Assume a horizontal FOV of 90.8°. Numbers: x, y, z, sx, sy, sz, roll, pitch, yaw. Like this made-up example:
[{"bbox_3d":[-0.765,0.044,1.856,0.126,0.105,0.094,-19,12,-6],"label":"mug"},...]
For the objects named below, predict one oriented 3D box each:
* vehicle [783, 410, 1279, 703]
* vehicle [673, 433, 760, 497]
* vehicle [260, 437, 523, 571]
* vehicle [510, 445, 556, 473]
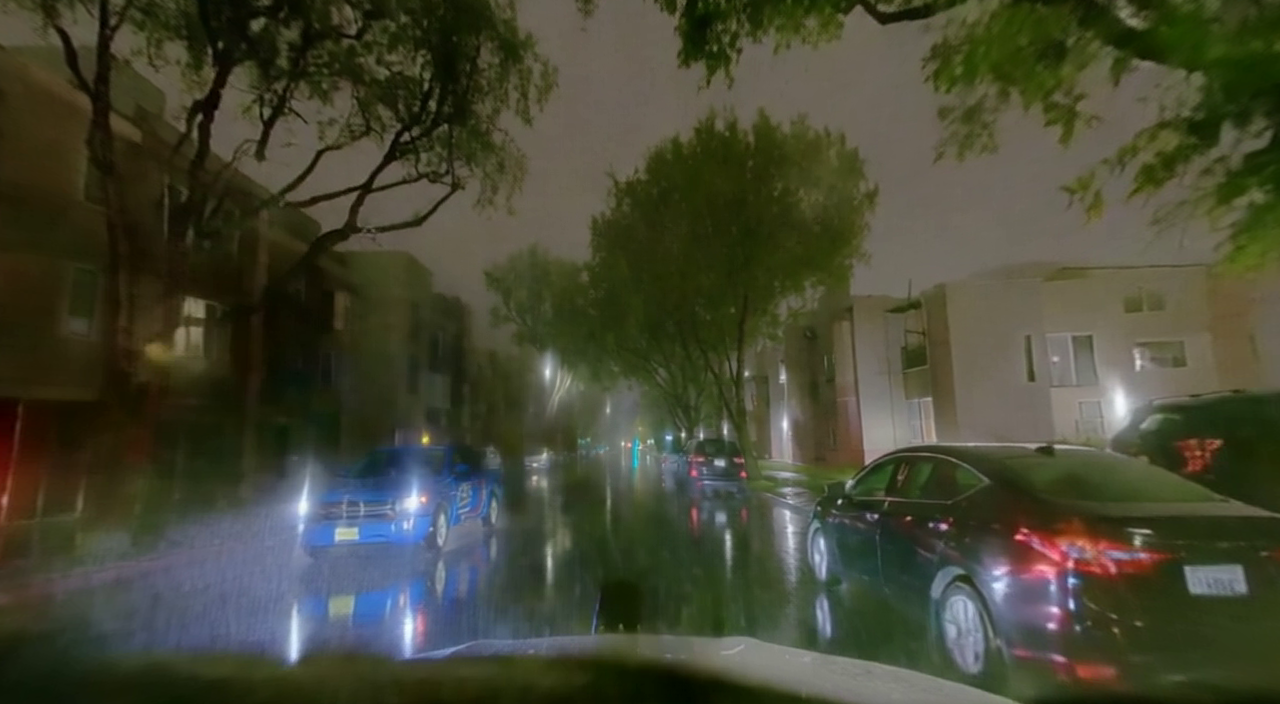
[{"bbox_3d":[2.591,1.280,4.408,1.845,1.479,4.727,0,-8,-3],"label":"vehicle"},{"bbox_3d":[2.113,3.277,18.680,1.878,1.664,4.033,0,-8,-3],"label":"vehicle"},{"bbox_3d":[-3.271,2.068,9.501,1.966,1.515,4.394,-1,-8,3],"label":"vehicle"},{"bbox_3d":[-6.524,6.558,38.964,1.959,1.490,4.361,0,-7,1],"label":"vehicle"}]
